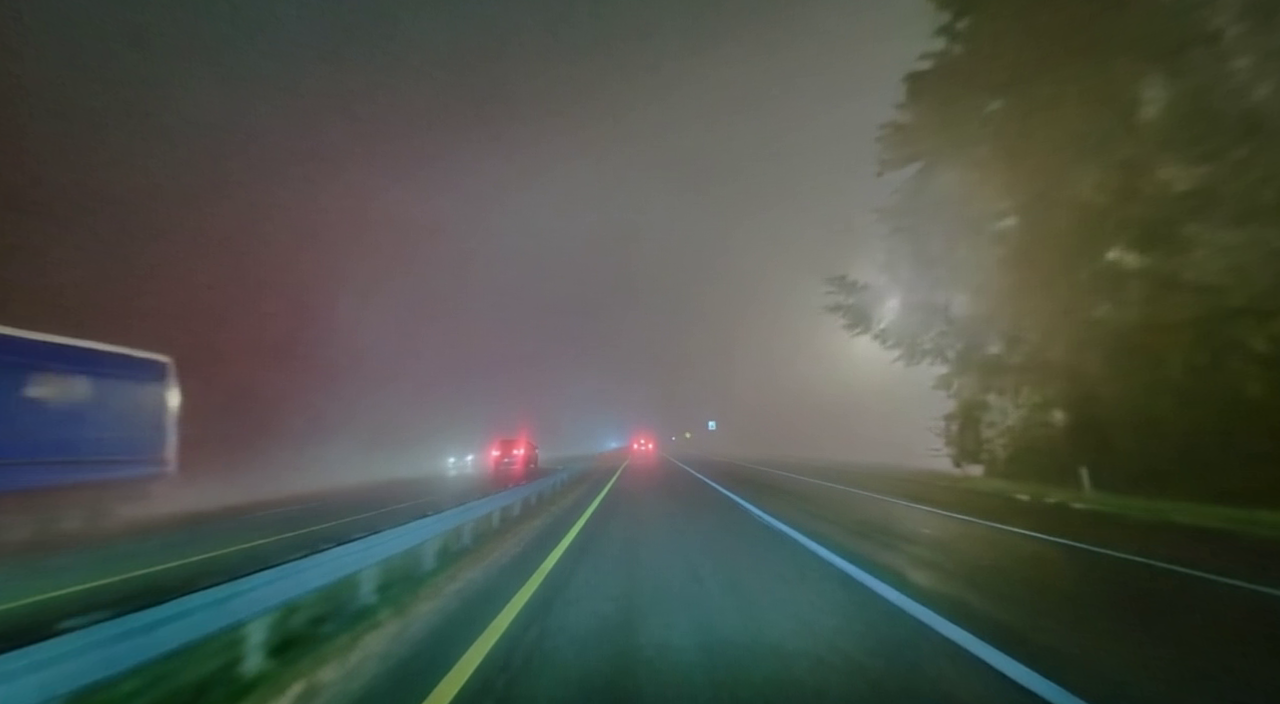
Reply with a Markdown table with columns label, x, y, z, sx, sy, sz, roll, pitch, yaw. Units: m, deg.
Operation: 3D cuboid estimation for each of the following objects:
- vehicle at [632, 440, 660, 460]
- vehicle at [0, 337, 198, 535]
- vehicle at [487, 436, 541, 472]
| label | x | y | z | sx | sy | sz | roll | pitch | yaw |
| --- | --- | --- | --- | --- | --- | --- | --- | --- | --- |
| vehicle | 0.446 | 7.745 | 49.841 | 2.061 | 1.469 | 3.782 | 0 | -8 | 0 |
| vehicle | -14.823 | 1.641 | 12.358 | 2.905 | 4.091 | 12.827 | 0 | -8 | 0 |
| vehicle | -6.993 | 5.691 | 35.422 | 2.068 | 1.897 | 4.372 | 0 | -8 | 1 |
